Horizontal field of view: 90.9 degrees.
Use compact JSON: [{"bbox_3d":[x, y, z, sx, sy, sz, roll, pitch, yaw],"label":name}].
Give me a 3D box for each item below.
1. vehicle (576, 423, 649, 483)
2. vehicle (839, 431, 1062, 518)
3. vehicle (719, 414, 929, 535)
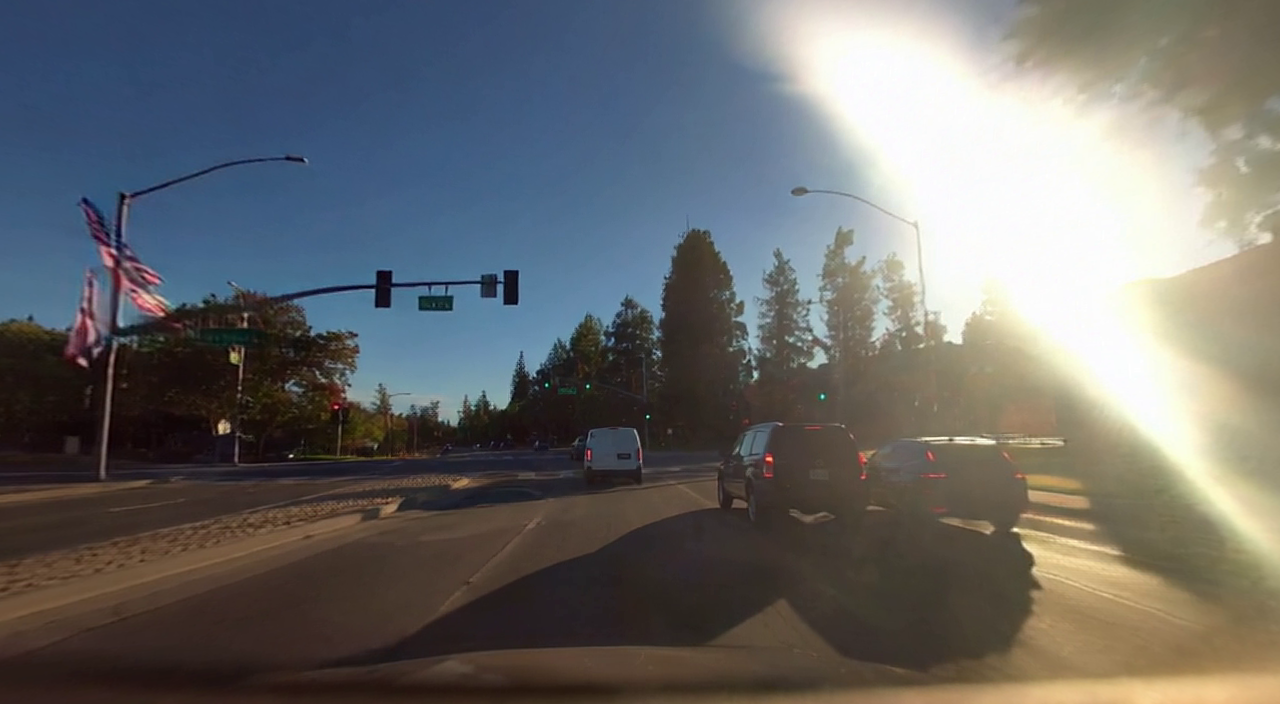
[{"bbox_3d":[-1.081,3.449,21.708,2.185,1.822,4.583,1,-8,-6],"label":"vehicle"},{"bbox_3d":[6.136,2.476,13.334,2.124,1.474,4.880,0,-8,-2],"label":"vehicle"},{"bbox_3d":[2.900,2.063,11.241,2.024,1.686,4.588,1,-8,-5],"label":"vehicle"}]
